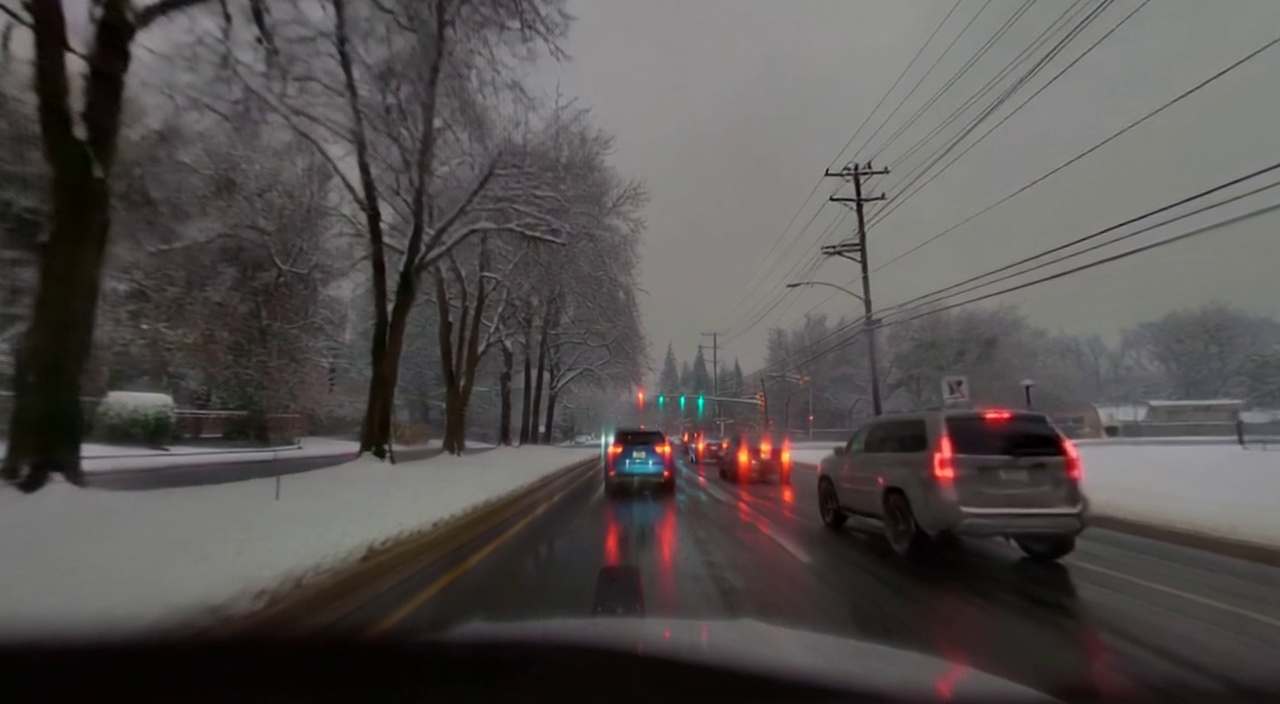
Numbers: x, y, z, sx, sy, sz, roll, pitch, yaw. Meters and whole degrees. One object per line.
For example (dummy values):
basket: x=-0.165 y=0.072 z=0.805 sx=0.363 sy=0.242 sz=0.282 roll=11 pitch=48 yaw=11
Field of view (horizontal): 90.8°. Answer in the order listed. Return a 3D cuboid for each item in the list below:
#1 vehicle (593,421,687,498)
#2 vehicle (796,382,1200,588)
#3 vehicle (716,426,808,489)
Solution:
vehicle: x=-0.029 y=2.762 z=16.607 sx=2.163 sy=1.746 sz=4.073 roll=0 pitch=-8 yaw=-1
vehicle: x=3.864 y=1.549 z=8.242 sx=2.254 sy=1.840 sz=4.918 roll=0 pitch=-8 yaw=-1
vehicle: x=3.500 y=3.102 z=18.793 sx=1.923 sy=1.653 sz=3.703 roll=0 pitch=-8 yaw=-1
